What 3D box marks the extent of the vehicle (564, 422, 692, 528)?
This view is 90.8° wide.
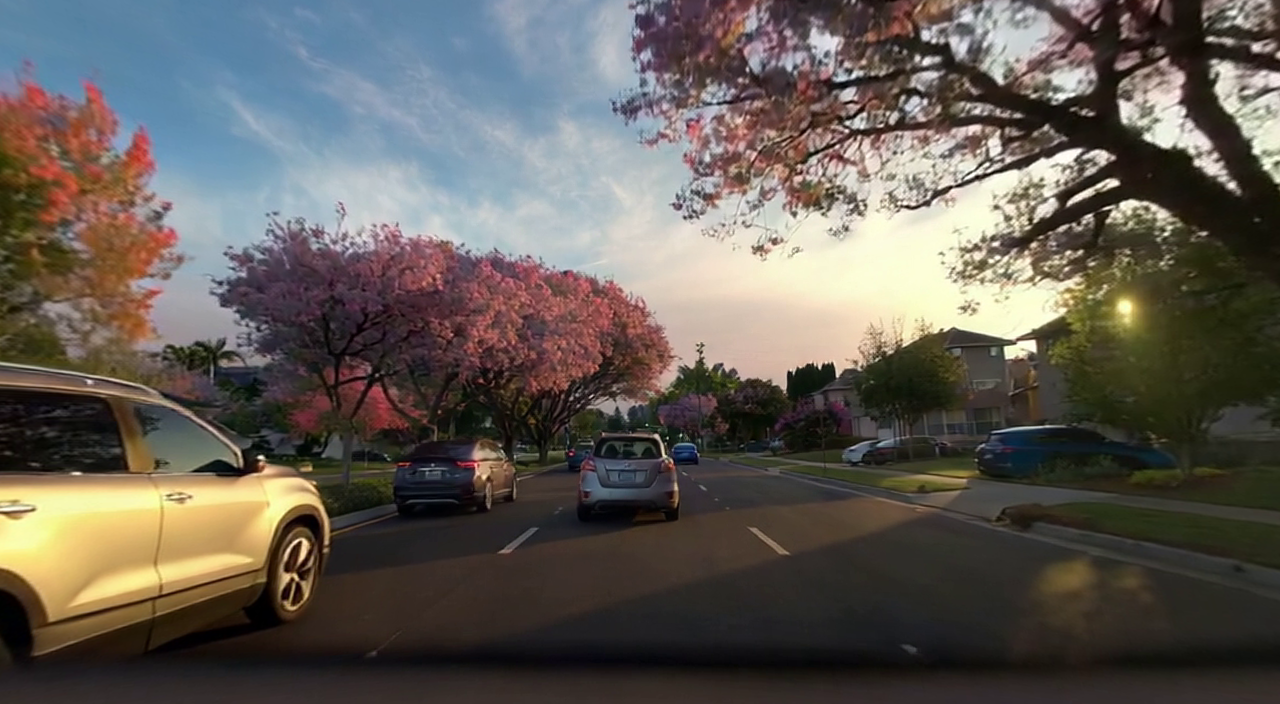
[{"bbox_3d":[-0.213,2.199,11.799,1.997,1.636,3.760,0,-8,-1],"label":"vehicle"}]

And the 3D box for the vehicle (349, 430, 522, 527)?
[{"bbox_3d":[-3.689,2.347,12.266,2.066,1.565,3.905,0,-8,0],"label":"vehicle"}]

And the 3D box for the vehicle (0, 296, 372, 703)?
[{"bbox_3d":[-3.613,0.917,3.572,2.161,1.919,4.798,0,-8,-1],"label":"vehicle"}]
